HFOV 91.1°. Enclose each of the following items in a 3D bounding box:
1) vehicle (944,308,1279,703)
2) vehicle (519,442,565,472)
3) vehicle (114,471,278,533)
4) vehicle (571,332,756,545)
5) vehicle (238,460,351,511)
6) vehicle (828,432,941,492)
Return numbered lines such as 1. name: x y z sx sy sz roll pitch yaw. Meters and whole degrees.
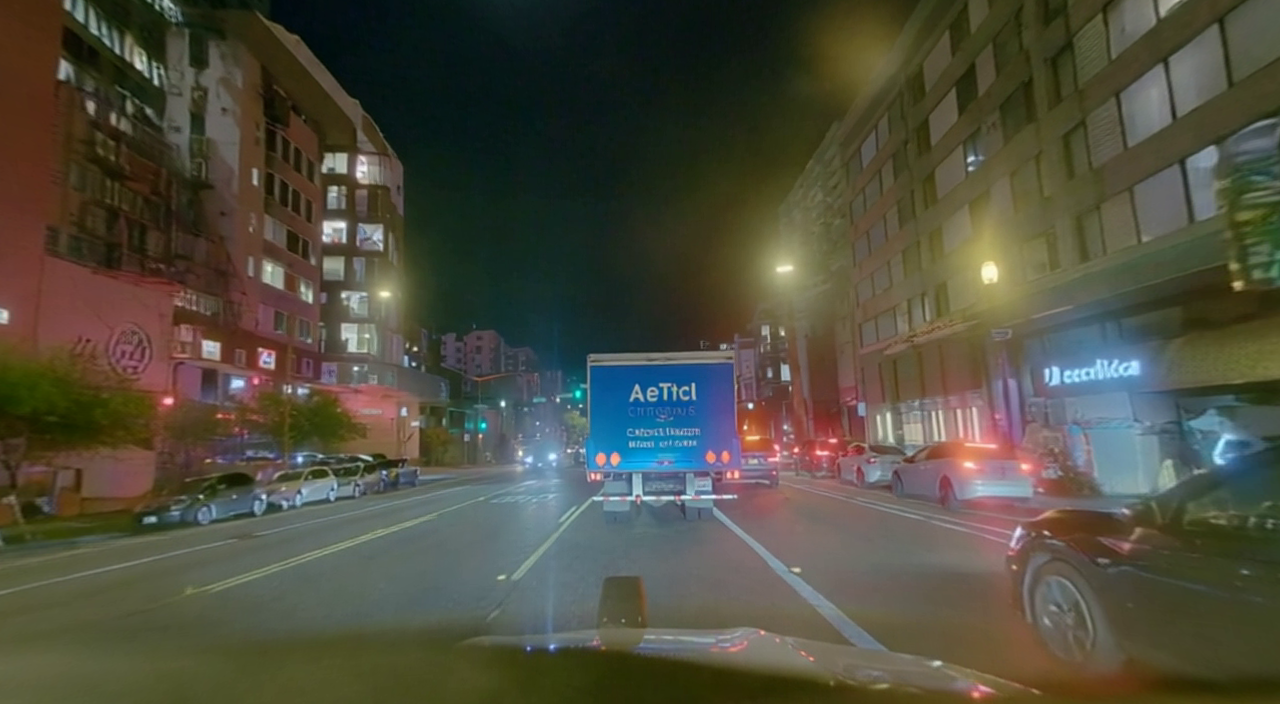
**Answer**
1. vehicle: 3.406 0.785 2.577 2.104 1.786 4.498 0 -9 1
2. vehicle: -5.993 6.462 38.806 2.046 1.711 4.320 0 -9 1
3. vehicle: -13.488 4.540 19.497 1.901 1.508 4.405 0 -9 -1
4. vehicle: 0.221 1.631 11.787 2.517 2.926 6.177 0 -9 -2
5. vehicle: -13.383 5.151 24.684 1.943 1.682 4.365 0 -9 0
6. vehicle: 7.586 3.442 19.996 1.946 1.680 4.270 0 -9 1
